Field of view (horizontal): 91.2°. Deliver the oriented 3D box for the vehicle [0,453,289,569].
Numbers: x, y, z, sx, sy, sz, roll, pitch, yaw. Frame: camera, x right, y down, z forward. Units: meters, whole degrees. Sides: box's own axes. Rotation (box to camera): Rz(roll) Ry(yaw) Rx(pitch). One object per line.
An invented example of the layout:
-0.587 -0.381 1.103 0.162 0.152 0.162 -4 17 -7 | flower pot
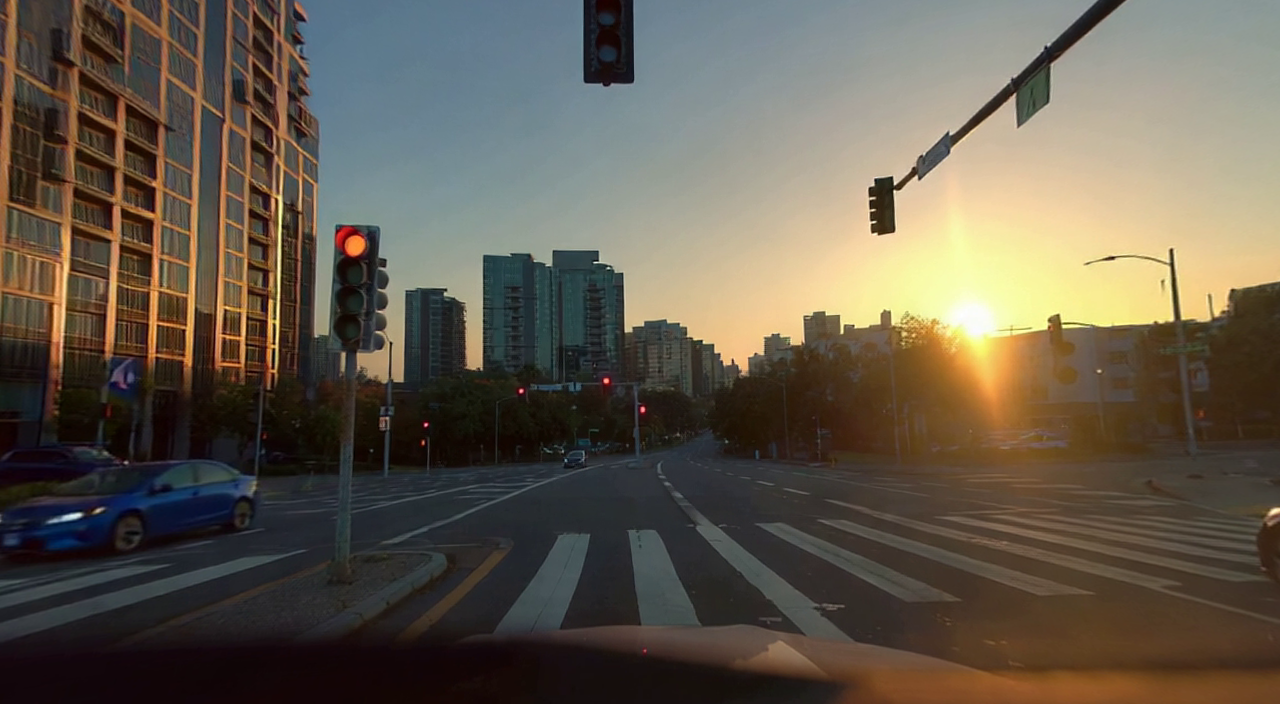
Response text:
-8.800 2.639 11.264 1.970 1.578 4.470 -2 -9 7 | vehicle
